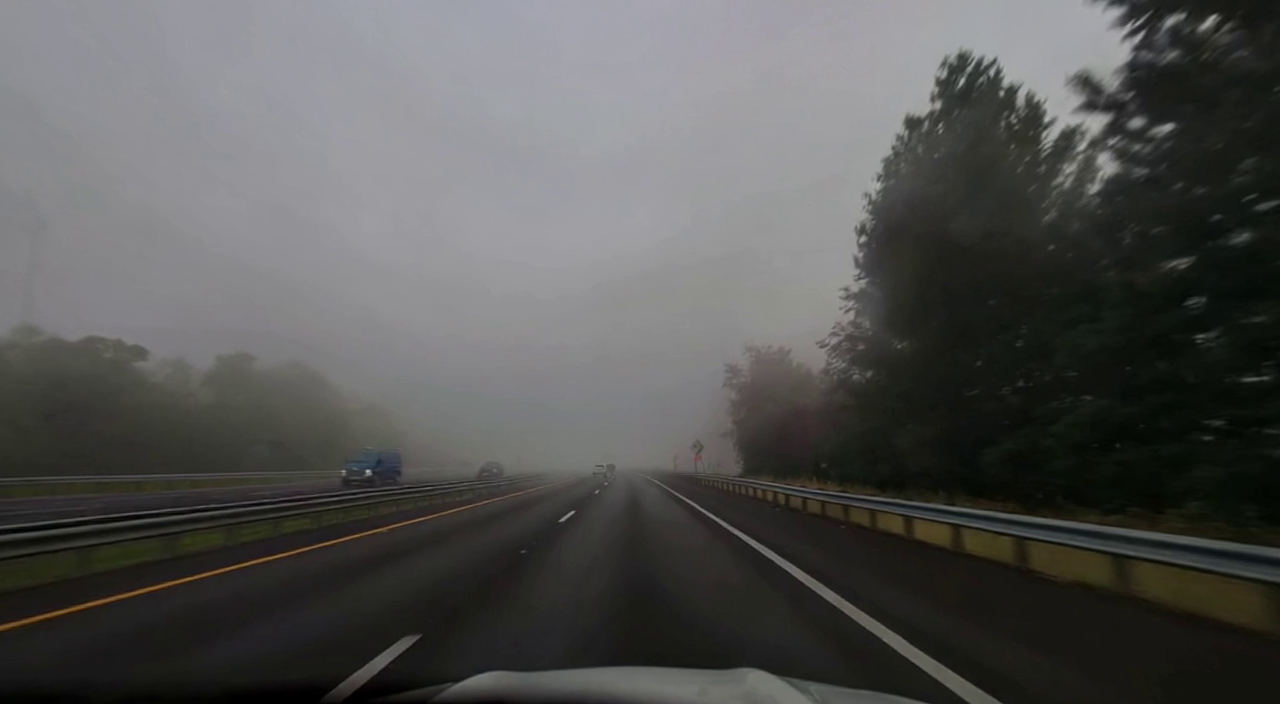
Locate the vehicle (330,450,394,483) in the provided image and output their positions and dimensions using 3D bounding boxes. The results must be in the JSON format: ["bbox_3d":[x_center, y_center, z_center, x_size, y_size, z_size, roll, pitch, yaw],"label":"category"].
[{"bbox_3d":[-17.481,7.260,39.936,1.954,1.878,4.658,1,-10,-1],"label":"vehicle"}]
